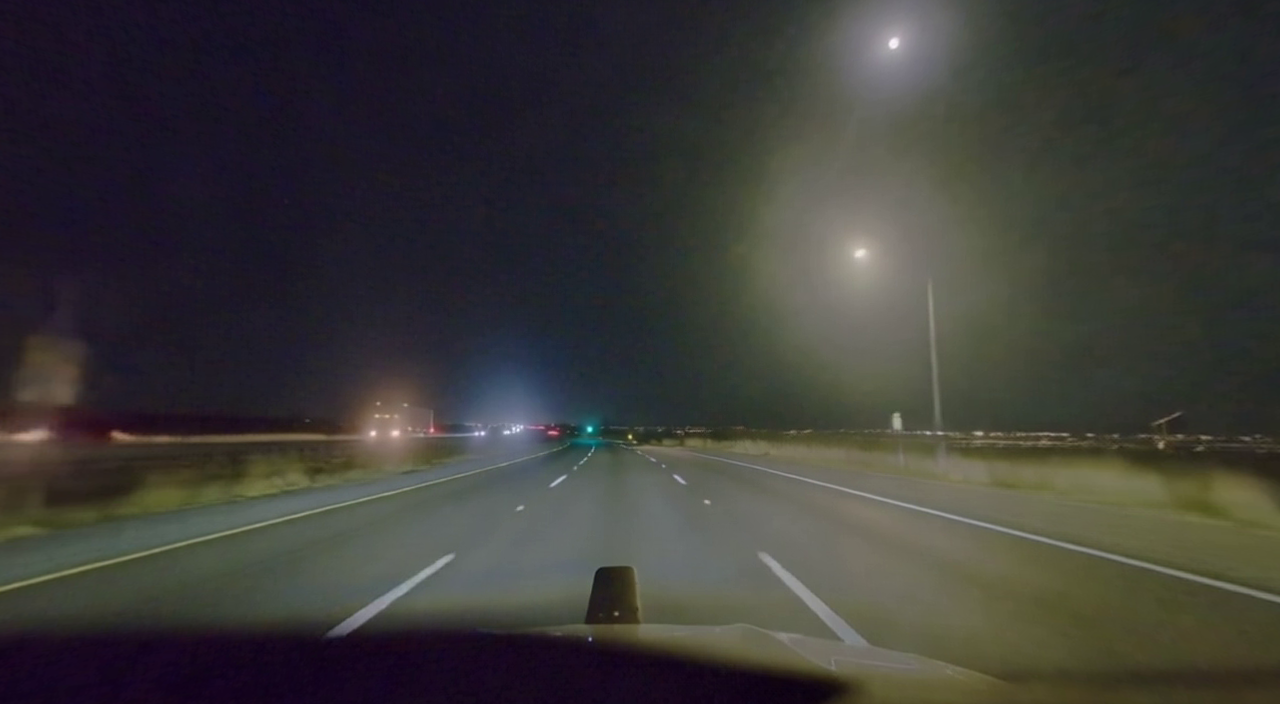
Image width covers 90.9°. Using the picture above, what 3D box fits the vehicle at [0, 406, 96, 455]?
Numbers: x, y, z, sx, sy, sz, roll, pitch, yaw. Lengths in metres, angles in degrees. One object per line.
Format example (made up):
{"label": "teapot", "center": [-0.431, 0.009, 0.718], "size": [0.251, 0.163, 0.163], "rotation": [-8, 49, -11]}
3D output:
{"label": "vehicle", "center": [-20.691, 2.570, 20.570], "size": [1.916, 1.493, 4.550], "rotation": [0, -8, -3]}
